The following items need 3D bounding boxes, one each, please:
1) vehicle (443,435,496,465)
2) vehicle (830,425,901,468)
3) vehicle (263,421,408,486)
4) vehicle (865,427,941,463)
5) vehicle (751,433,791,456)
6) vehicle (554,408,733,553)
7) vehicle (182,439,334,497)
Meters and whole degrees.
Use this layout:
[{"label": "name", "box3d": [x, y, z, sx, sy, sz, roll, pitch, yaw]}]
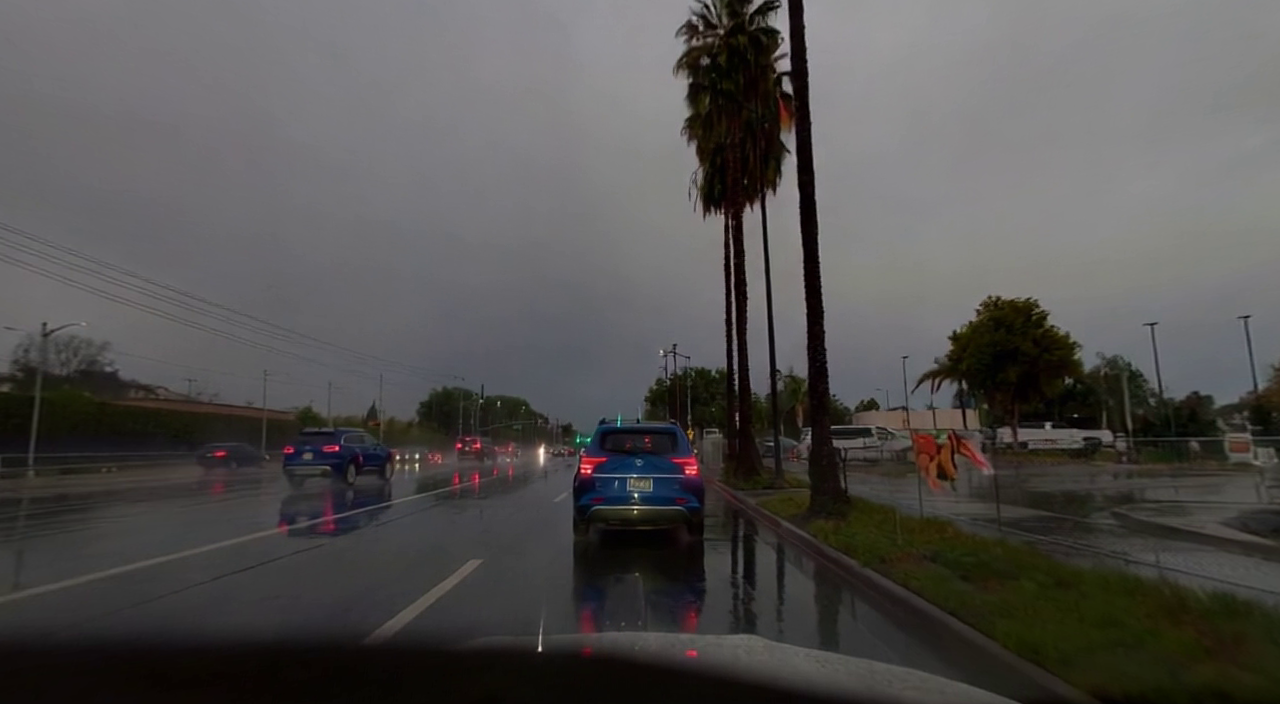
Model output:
[{"label": "vehicle", "box3d": [-10.526, 6.073, 39.060, 1.965, 1.743, 4.327, 0, -9, 1]}, {"label": "vehicle", "box3d": [8.280, 3.433, 22.874, 1.837, 1.416, 3.947, -4, -10, 27]}, {"label": "vehicle", "box3d": [-10.073, 3.427, 21.412, 2.269, 1.934, 5.350, 0, -8, -1]}, {"label": "vehicle", "box3d": [12.074, 4.308, 29.065, 1.681, 1.503, 3.781, 1, -9, -3]}, {"label": "vehicle", "box3d": [9.158, 6.489, 44.093, 1.929, 1.496, 4.245, 0, -8, 1]}, {"label": "vehicle", "box3d": [0.060, 1.820, 9.480, 2.121, 1.710, 3.893, 0, -8, 1]}, {"label": "vehicle", "box3d": [-10.079, 3.065, 16.904, 1.924, 1.384, 3.426, 0, -8, 0]}]
